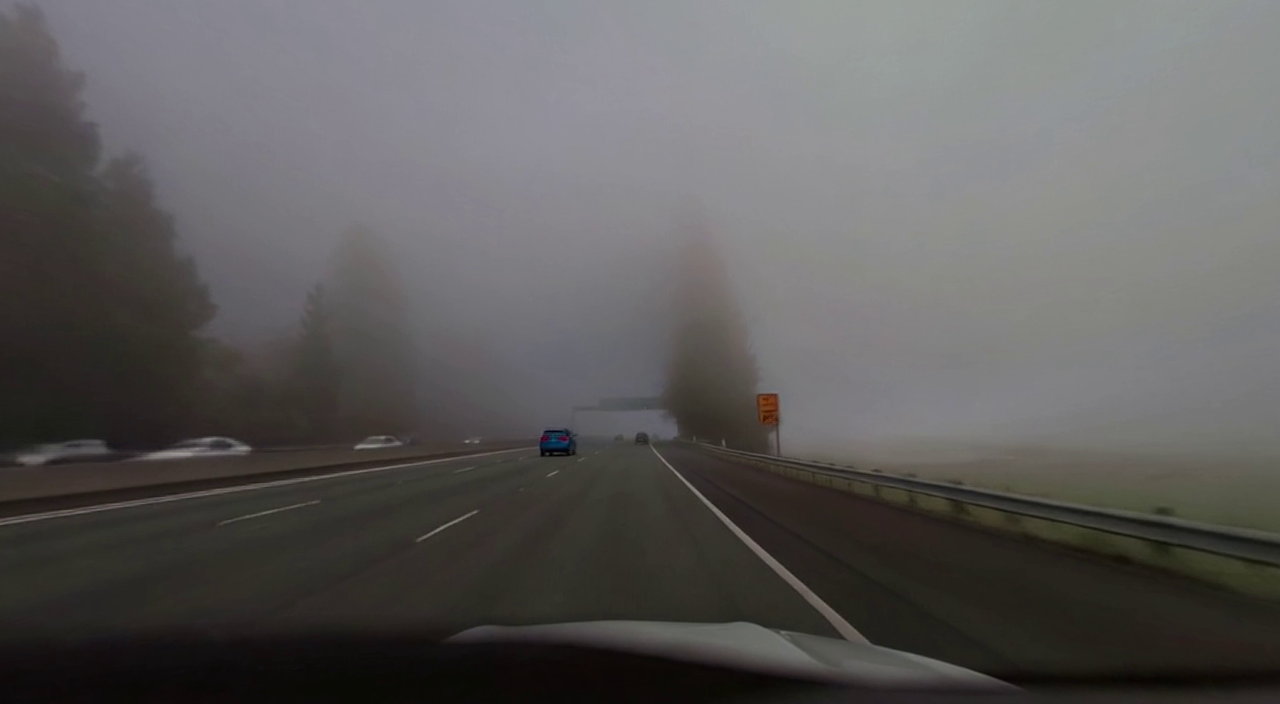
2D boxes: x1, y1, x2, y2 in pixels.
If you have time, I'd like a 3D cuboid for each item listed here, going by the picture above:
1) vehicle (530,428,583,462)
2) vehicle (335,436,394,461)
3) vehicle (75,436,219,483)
[{"bbox_3d":[-4.190,4.727,32.327,2.052,1.626,4.514,0,-7,1],"label":"vehicle"},{"bbox_3d":[-16.701,5.828,38.405,1.791,1.430,3.919,0,-7,0],"label":"vehicle"},{"bbox_3d":[-16.839,3.642,21.815,1.837,1.429,3.986,0,-7,-1],"label":"vehicle"}]
